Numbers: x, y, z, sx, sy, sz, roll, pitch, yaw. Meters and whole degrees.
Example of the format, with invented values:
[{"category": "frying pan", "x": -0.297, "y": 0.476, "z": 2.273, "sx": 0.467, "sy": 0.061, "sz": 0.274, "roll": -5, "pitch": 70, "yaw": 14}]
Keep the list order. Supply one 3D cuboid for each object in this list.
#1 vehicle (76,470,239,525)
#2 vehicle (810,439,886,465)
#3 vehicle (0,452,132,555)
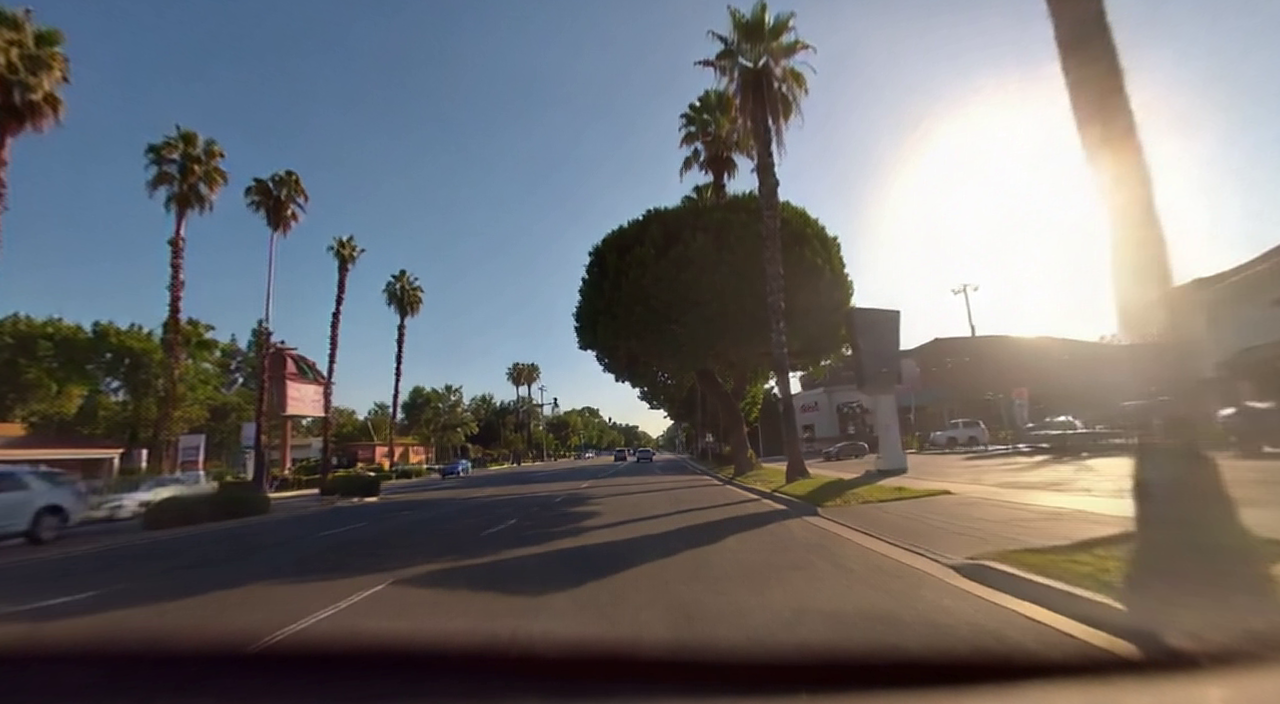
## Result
[{"category": "vehicle", "x": -16.002, "y": 4.813, "z": 21.340, "sx": 1.940, "sy": 1.492, "sz": 4.495, "roll": 0, "pitch": -9, "yaw": 0}, {"category": "vehicle", "x": 14.656, "y": 7.046, "z": 44.621, "sx": 4.577, "sy": 1.750, "sz": 2.115, "roll": 1, "pitch": -9, "yaw": -6}, {"category": "vehicle", "x": -12.629, "y": 2.796, "z": 11.706, "sx": 2.306, "sy": 1.807, "sz": 4.927, "roll": 0, "pitch": -9, "yaw": 0}]
